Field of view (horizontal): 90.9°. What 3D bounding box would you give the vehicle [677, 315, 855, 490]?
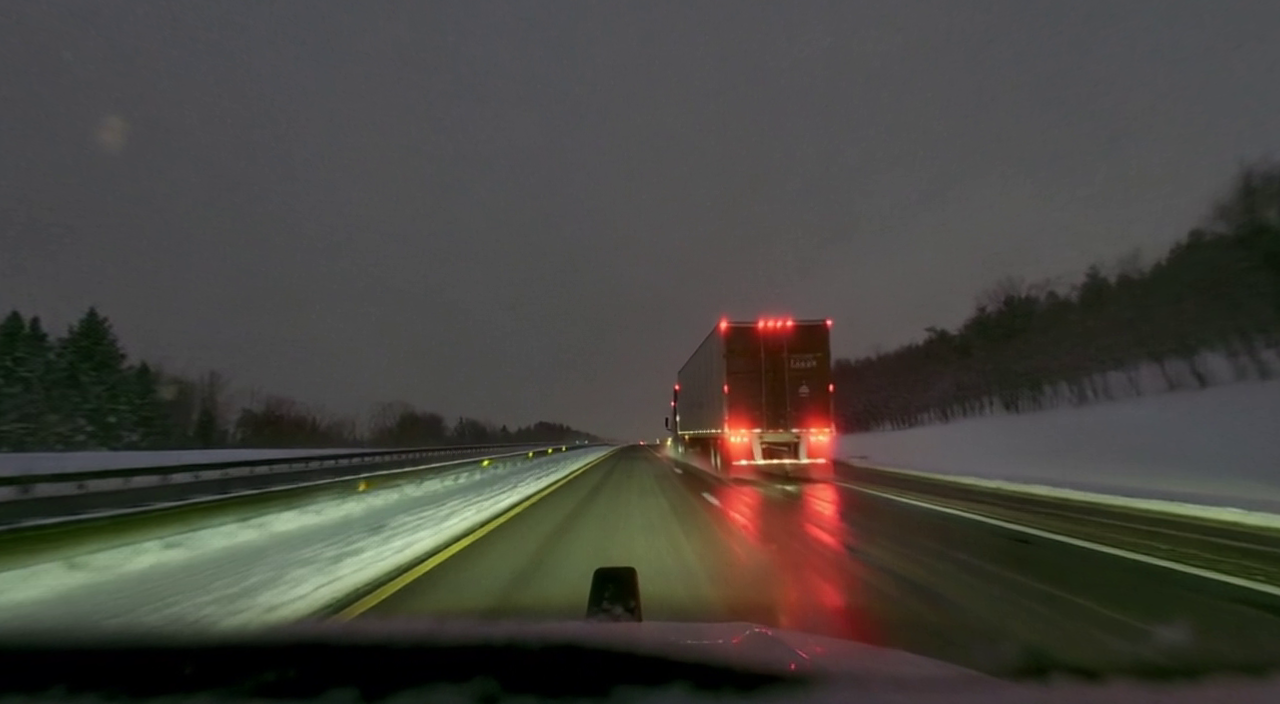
[{"bbox_3d":[3.276,2.037,21.315,2.924,4.024,13.639,0,-8,-1],"label":"vehicle"}]
